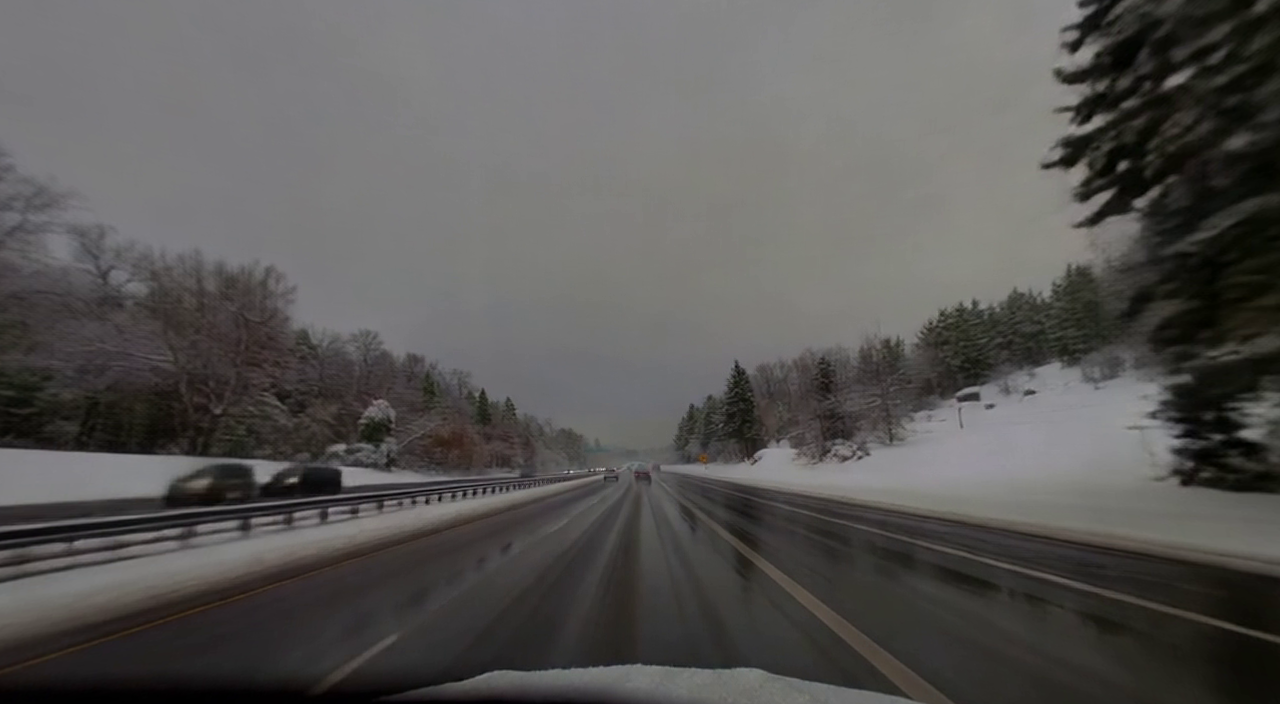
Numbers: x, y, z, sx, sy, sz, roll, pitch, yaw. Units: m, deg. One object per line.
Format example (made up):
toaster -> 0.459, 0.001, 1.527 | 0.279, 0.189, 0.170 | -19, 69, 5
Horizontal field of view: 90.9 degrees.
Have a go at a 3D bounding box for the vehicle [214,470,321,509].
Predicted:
vehicle -> -15.491, 5.716, 26.469 | 1.983, 1.443, 3.919 | 1, -11, 1

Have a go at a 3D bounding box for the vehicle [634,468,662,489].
vehicle -> 0.590, 9.755, 48.749 | 2.016, 1.530, 4.009 | 1, -11, 0

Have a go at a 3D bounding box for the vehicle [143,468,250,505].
vehicle -> -19.831, 5.993, 28.391 | 1.778, 1.488, 4.043 | 1, -11, 1
